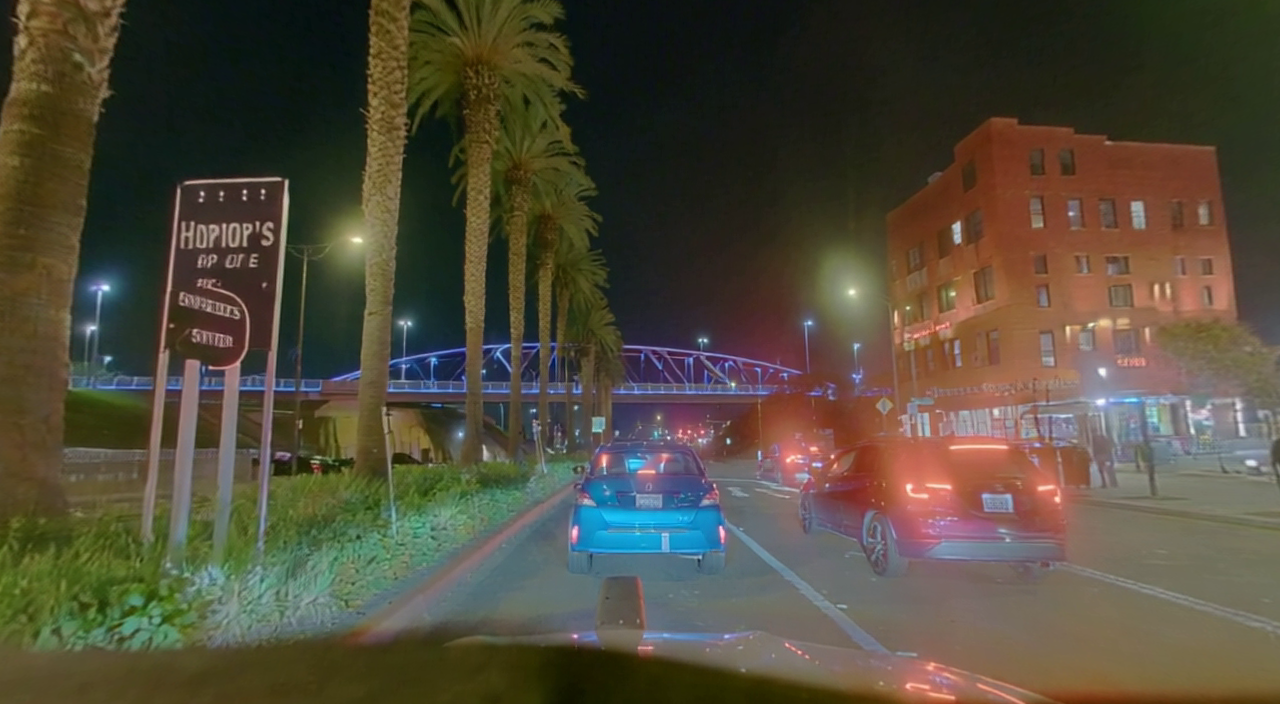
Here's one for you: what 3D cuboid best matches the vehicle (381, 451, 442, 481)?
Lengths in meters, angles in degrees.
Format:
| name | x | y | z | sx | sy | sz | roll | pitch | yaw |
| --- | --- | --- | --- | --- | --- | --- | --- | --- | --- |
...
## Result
| name | x | y | z | sx | sy | sz | roll | pitch | yaw |
| --- | --- | --- | --- | --- | --- | --- | --- | --- | --- |
| vehicle | -14.960 | 7.480 | 41.703 | 2.104 | 1.802 | 4.852 | 0 | -9 | 1 |

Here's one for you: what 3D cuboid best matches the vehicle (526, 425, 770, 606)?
| name | x | y | z | sx | sy | sz | roll | pitch | yaw |
| --- | --- | --- | --- | --- | --- | --- | --- | --- | --- |
| vehicle | 0.060 | 1.668 | 7.246 | 2.048 | 1.503 | 3.681 | 0 | -9 | 0 |

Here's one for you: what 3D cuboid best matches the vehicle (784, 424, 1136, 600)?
| name | x | y | z | sx | sy | sz | roll | pitch | yaw |
| --- | --- | --- | --- | --- | --- | --- | --- | --- | --- |
| vehicle | 3.272 | 1.714 | 7.713 | 1.920 | 1.490 | 4.417 | 0 | -9 | -1 |
